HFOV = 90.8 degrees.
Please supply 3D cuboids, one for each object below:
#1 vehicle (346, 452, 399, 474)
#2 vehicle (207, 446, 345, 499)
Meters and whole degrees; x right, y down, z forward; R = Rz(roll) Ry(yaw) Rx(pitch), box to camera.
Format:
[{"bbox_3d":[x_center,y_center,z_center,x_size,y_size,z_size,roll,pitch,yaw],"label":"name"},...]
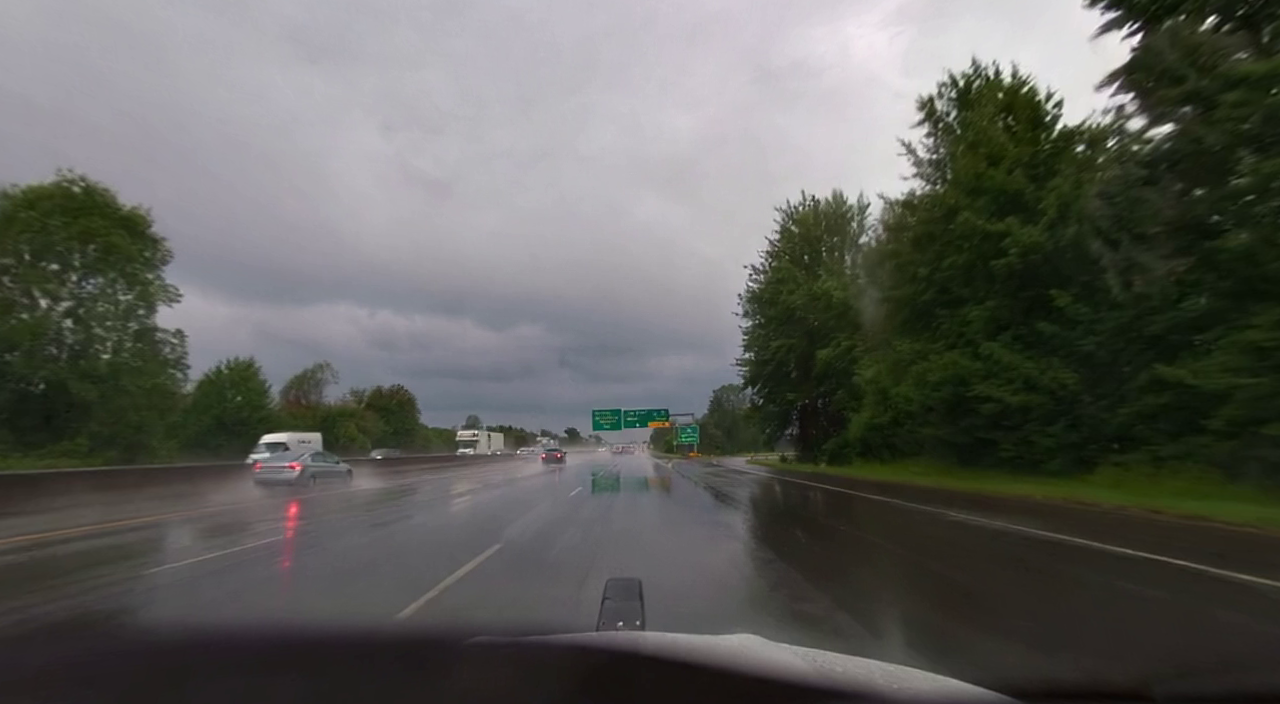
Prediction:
[{"bbox_3d":[-19.605,8.123,46.464,1.924,1.449,4.472,0,-9,1],"label":"vehicle"},{"bbox_3d":[-11.641,3.845,20.591,1.981,1.503,4.207,0,-9,0],"label":"vehicle"}]
